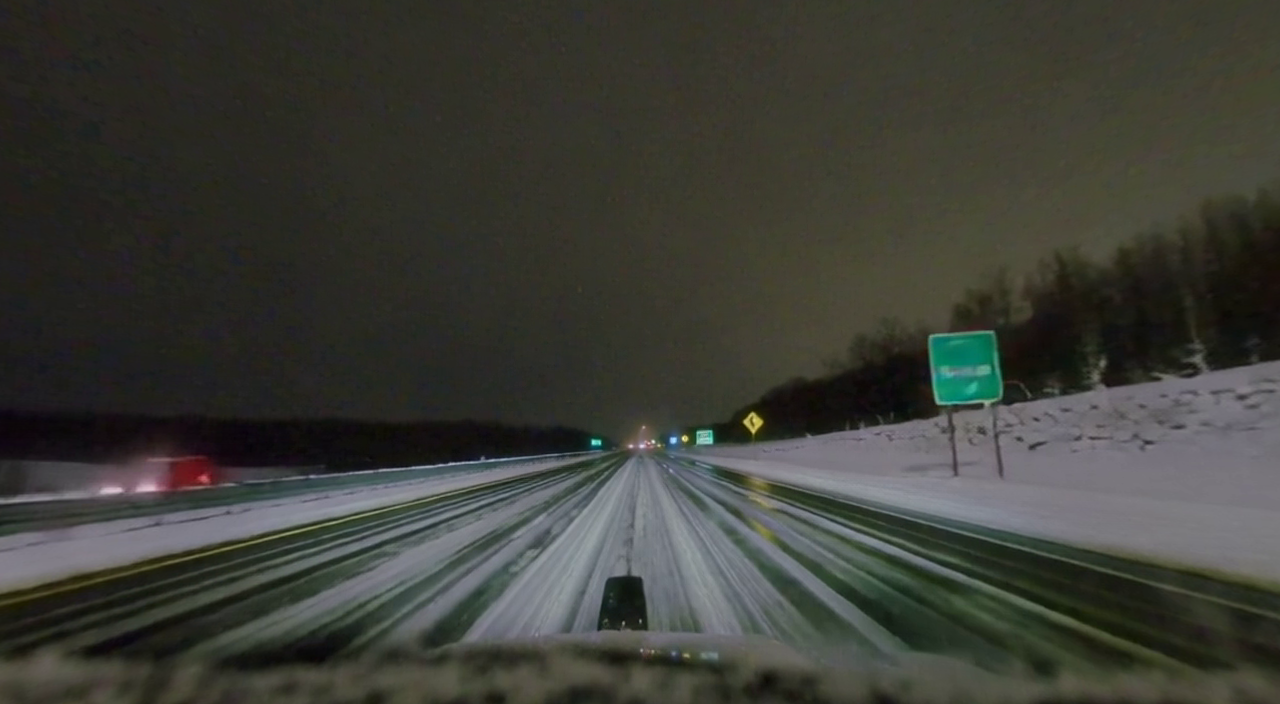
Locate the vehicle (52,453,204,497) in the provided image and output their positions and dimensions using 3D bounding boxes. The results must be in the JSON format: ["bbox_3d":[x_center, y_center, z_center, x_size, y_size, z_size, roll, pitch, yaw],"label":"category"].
[{"bbox_3d":[-19.429,4.657,24.277,2.002,1.484,4.598,0,-9,0],"label":"vehicle"}]
